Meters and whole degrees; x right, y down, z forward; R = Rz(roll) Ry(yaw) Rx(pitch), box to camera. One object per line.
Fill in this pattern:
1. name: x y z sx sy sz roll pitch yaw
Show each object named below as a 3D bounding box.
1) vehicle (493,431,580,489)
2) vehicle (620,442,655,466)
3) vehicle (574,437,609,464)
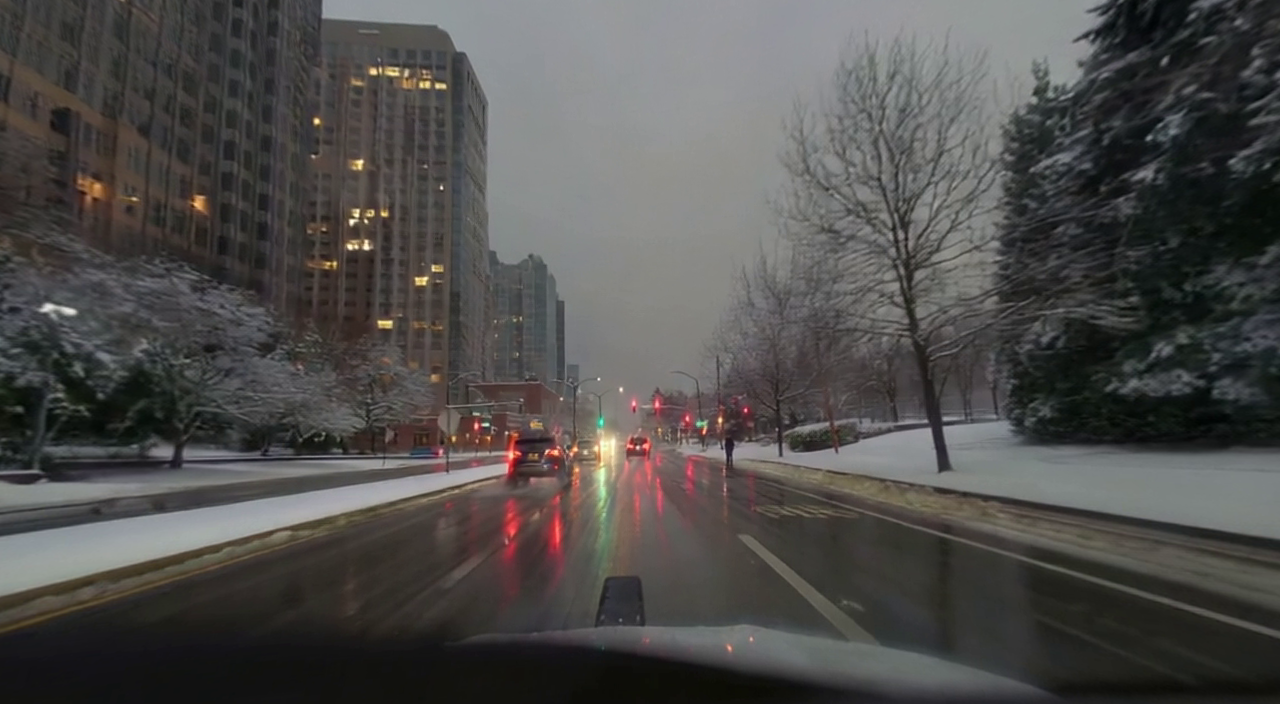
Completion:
1. vehicle: -3.327 3.577 21.236 2.116 1.725 4.315 0 -8 1
2. vehicle: -0.159 6.353 39.547 2.095 1.438 3.843 0 -8 0
3. vehicle: -3.439 7.092 45.457 2.152 1.802 4.628 0 -9 0
